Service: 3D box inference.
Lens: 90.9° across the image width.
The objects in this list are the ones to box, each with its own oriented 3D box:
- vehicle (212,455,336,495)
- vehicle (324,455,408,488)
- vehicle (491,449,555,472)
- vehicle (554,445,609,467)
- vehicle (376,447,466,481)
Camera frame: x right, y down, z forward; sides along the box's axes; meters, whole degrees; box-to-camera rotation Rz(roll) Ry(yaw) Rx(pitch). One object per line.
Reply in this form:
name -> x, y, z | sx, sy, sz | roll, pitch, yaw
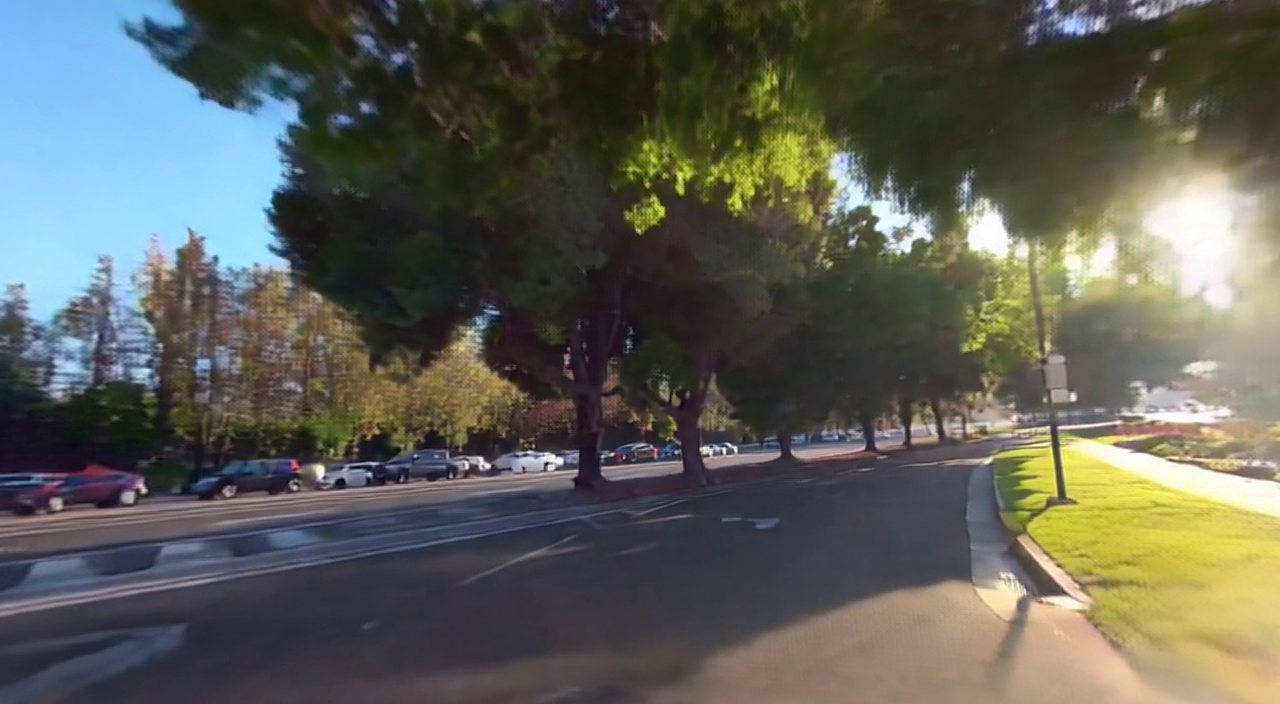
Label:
vehicle -> -17.120, 5.746, 29.732 | 1.876, 1.642, 4.600 | -6, -10, 31
vehicle -> -17.767, 7.722, 41.085 | 2.123, 1.897, 4.580 | -6, -10, 31
vehicle -> -7.999, 7.428, 43.435 | 1.832, 1.473, 4.377 | -6, -11, 33
vehicle -> -4.513, 8.128, 49.147 | 1.851, 1.450, 4.396 | -13, -14, 31
vehicle -> -12.646, 6.472, 36.731 | 1.969, 1.758, 4.662 | -6, -10, 32
